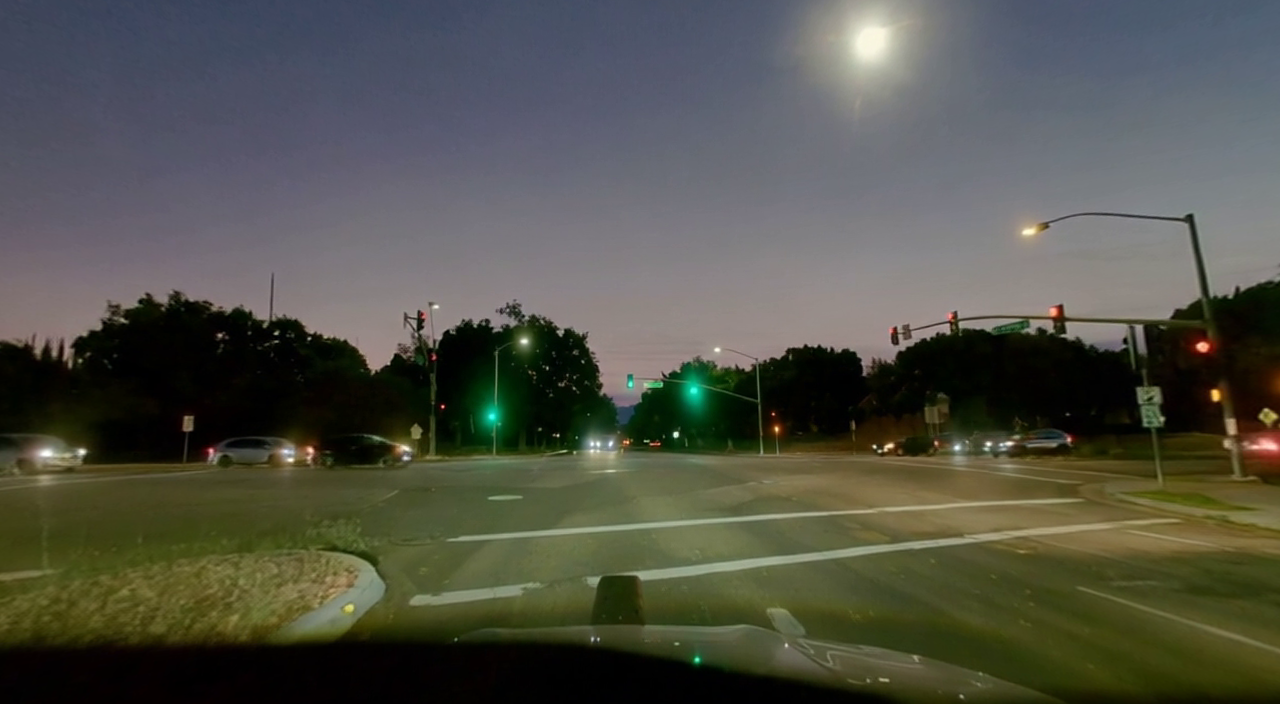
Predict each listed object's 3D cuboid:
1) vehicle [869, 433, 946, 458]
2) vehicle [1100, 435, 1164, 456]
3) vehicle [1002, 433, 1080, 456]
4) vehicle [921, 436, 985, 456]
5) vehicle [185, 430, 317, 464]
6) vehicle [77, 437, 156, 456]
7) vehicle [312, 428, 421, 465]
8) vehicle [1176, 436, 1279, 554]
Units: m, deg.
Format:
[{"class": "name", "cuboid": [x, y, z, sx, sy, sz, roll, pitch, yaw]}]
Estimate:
[{"class": "vehicle", "cuboid": [16.676, 5.857, 39.358, 4.516, 1.468, 1.962, 4, -10, -27]}, {"class": "vehicle", "cuboid": [36.775, 6.998, 47.227, 4.533, 1.471, 1.772, 4, -9, -24]}, {"class": "vehicle", "cuboid": [27.868, 6.444, 43.899, 4.481, 1.561, 2.001, 3, -9, -16]}, {"class": "vehicle", "cuboid": [24.095, 7.220, 48.585, 4.352, 1.456, 1.794, 3, -9, -19]}, {"class": "vehicle", "cuboid": [-17.836, 4.411, 29.310, 4.912, 1.485, 1.922, 4, -9, -24]}, {"class": "vehicle", "cuboid": [-40.559, 7.327, 48.992, 4.345, 1.426, 1.722, 1, -9, -8]}, {"class": "vehicle", "cuboid": [-12.382, 4.289, 28.680, 4.331, 1.544, 1.896, 4, -9, -26]}, {"class": "vehicle", "cuboid": [9.234, 1.759, 7.265, 1.993, 1.505, 4.721, 3, -9, -1]}]
